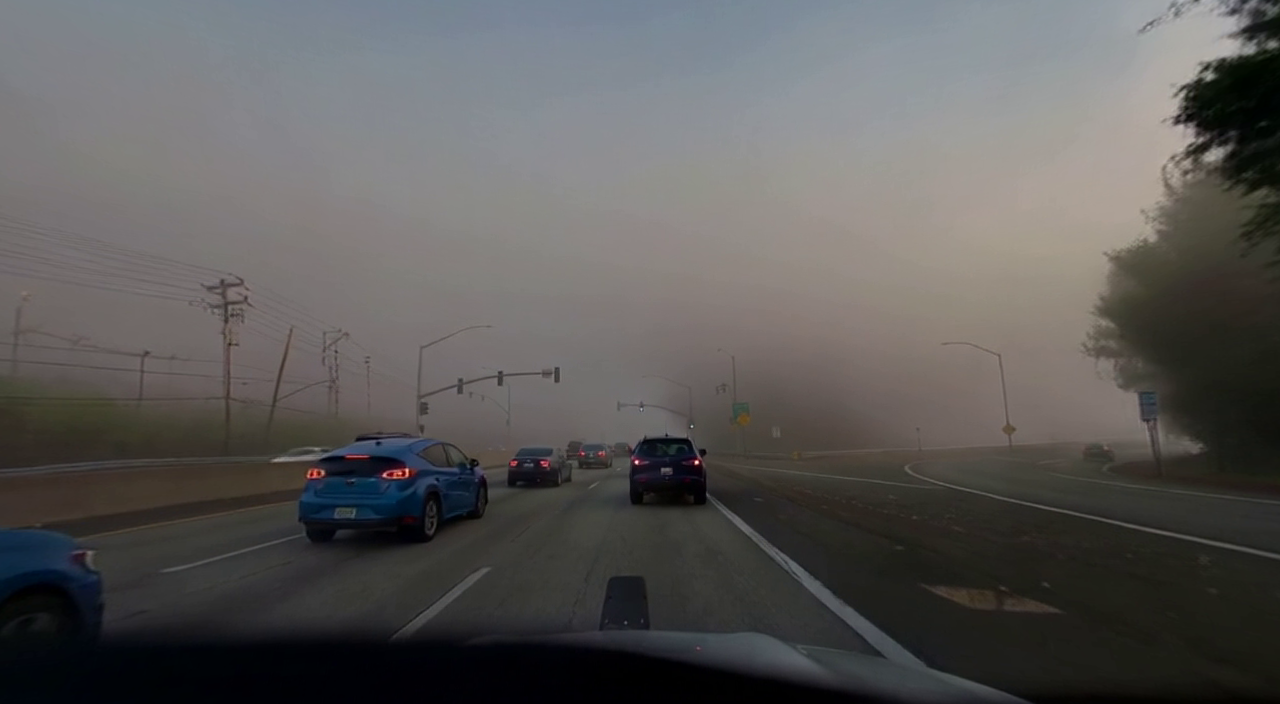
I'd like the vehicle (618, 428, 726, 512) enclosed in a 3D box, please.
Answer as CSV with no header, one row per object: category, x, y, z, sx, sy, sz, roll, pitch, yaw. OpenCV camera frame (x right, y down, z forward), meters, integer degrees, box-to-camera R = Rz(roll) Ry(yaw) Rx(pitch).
vehicle,0.719,2.714,14.895,2.205,1.691,3.937,-1,-9,2

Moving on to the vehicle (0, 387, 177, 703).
vehicle,-3.848,0.794,1.746,1.999,1.563,4.007,0,-9,1

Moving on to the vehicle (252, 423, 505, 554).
vehicle,-3.753,2.041,10.138,2.018,1.621,4.441,-1,-9,2

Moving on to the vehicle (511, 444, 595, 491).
vehicle,-2.903,3.977,22.079,2.105,1.436,4.311,-1,-9,4
